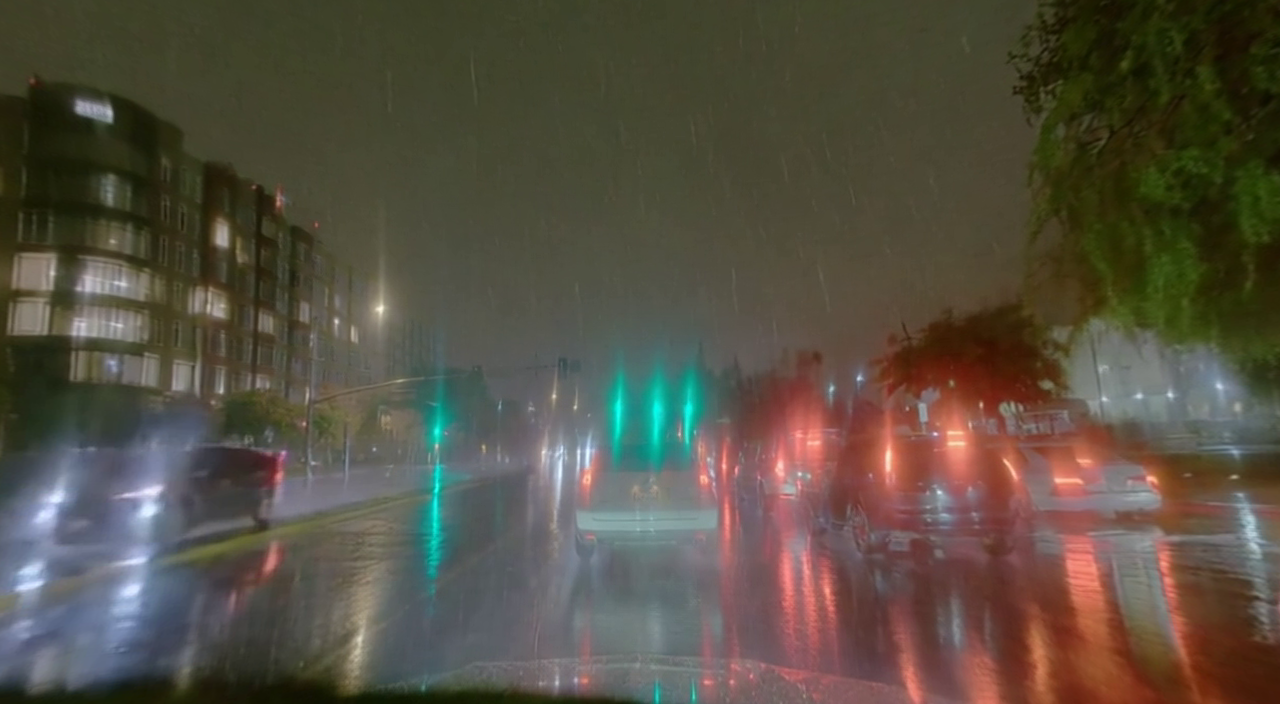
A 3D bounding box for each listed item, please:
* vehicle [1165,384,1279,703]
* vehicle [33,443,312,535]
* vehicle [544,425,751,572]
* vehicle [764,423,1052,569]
[{"bbox_3d":[3.210,0.577,0.256,1.982,1.491,4.664,0,-8,0],"label":"vehicle"},{"bbox_3d":[-9.184,2.682,13.175,2.000,1.519,4.964,0,-8,0],"label":"vehicle"},{"bbox_3d":[0.034,1.799,8.570,2.105,1.474,4.127,0,-8,-1],"label":"vehicle"},{"bbox_3d":[3.228,1.824,8.859,1.995,1.483,4.533,0,-8,-1],"label":"vehicle"}]
